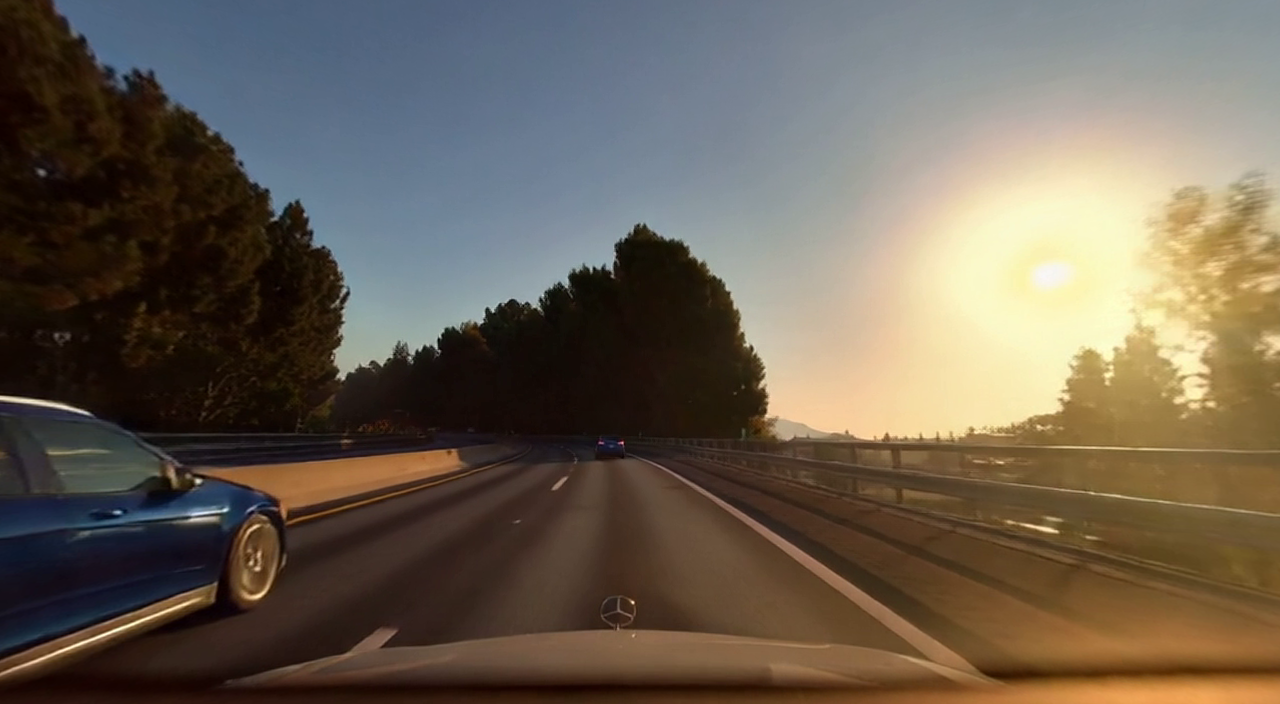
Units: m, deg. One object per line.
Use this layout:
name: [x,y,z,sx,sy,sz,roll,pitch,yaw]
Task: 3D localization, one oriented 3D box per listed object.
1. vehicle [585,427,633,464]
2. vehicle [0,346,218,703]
vehicle: [-1.723,5.071,34.308,2.452,1.857,4.022,1,-8,-4]
vehicle: [-4.174,0.785,2.253,2.053,1.847,4.760,0,-8,-1]
